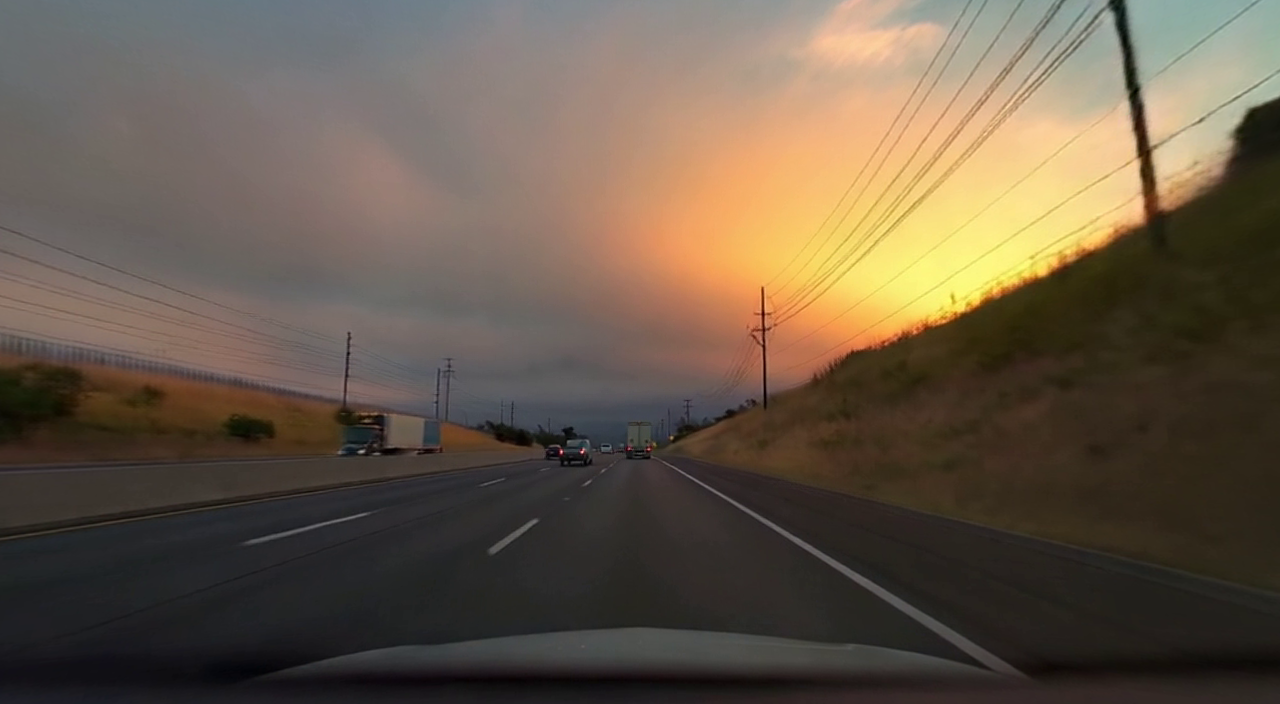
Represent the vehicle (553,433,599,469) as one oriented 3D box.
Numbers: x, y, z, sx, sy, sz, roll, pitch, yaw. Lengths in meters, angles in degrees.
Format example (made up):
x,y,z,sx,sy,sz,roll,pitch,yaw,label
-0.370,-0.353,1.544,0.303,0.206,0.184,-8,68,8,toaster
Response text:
x,y,z,sx,sy,sz,roll,pitch,yaw,label
-3.726,5.891,37.642,2.207,1.949,4.911,0,-9,1,vehicle
